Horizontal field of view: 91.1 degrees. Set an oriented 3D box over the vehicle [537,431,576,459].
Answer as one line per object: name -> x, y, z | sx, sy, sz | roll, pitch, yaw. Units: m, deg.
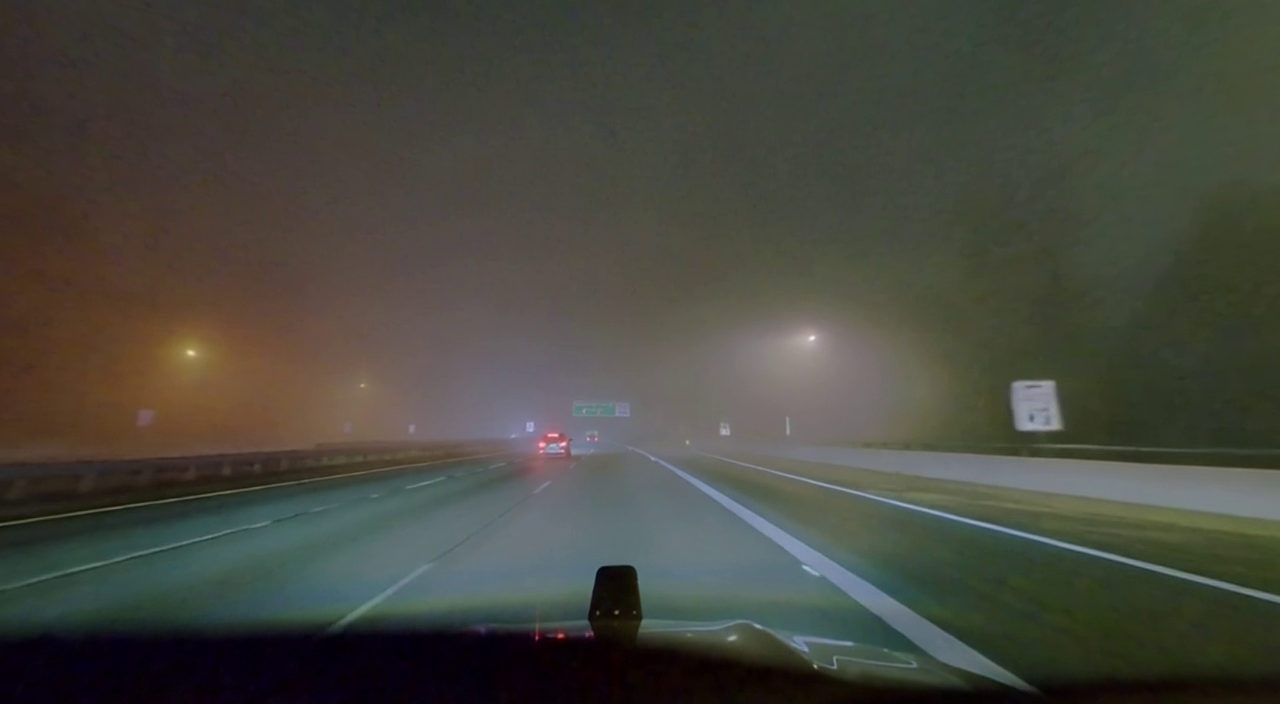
vehicle -> -4.843, 5.478, 37.032 | 1.878, 1.548, 3.966 | 0, -8, -1
